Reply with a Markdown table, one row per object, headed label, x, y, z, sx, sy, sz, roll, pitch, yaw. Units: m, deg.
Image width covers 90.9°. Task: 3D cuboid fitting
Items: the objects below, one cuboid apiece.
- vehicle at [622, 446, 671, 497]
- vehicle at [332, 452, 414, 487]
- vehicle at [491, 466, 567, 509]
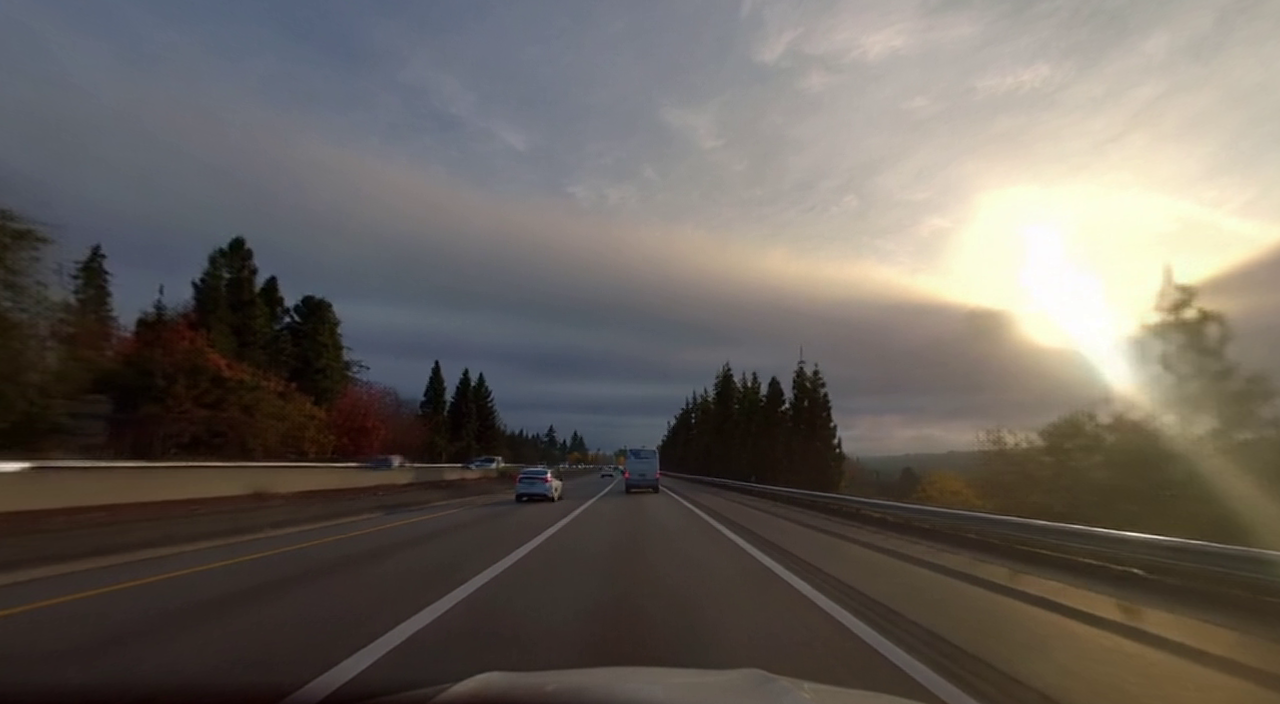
| label | x | y | z | sx | sy | sz | roll | pitch | yaw |
| --- | --- | --- | --- | --- | --- | --- | --- | --- | --- |
| vehicle | 0.286 | 6.636 | 35.061 | 2.482 | 2.549 | 5.447 | 1 | -11 | -1 |
| vehicle | -12.748 | 5.671 | 30.456 | 1.977 | 1.491 | 4.522 | 1 | -11 | 0 |
| vehicle | -4.279 | 5.327 | 25.094 | 2.128 | 1.491 | 4.508 | 1 | -11 | 1 |
